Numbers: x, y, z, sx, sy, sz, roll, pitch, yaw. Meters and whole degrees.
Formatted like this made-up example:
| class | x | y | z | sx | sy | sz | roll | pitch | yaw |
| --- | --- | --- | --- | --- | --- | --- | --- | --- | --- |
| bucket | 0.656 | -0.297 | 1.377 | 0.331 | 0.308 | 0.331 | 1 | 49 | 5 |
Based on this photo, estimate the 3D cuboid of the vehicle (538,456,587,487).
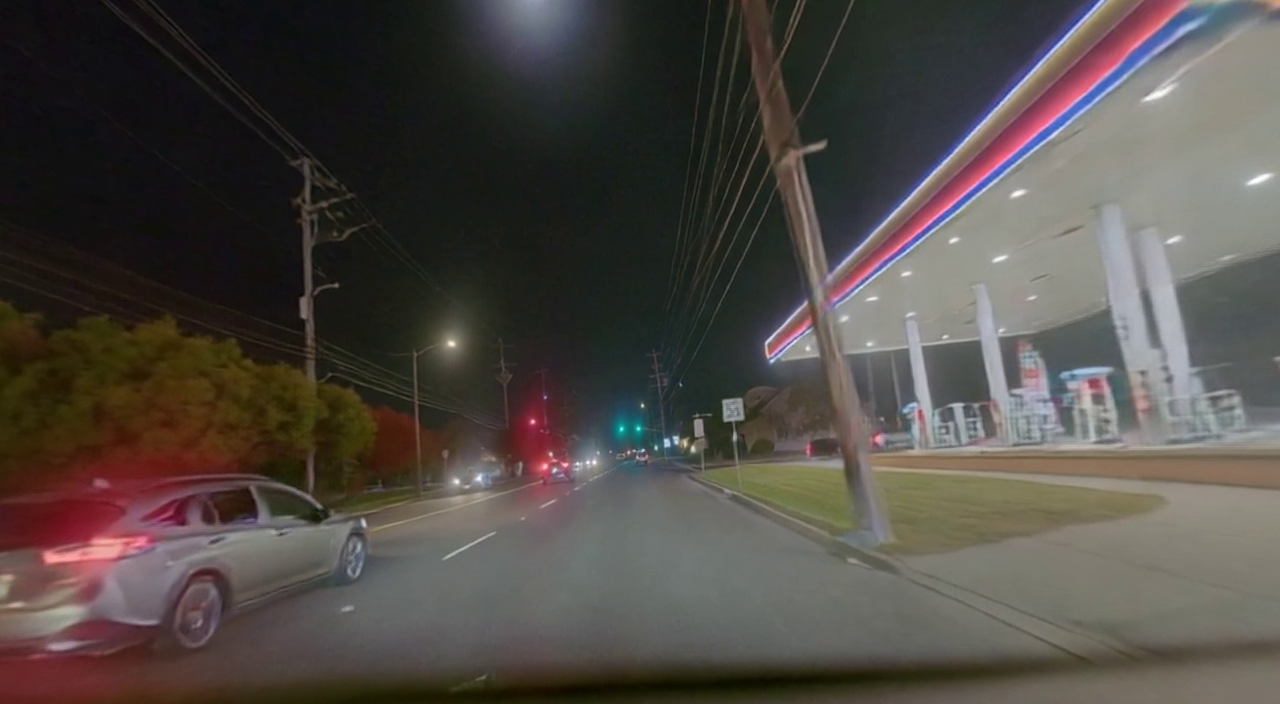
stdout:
| class | x | y | z | sx | sy | sz | roll | pitch | yaw |
| --- | --- | --- | --- | --- | --- | --- | --- | --- | --- |
| vehicle | -3.923 | 6.137 | 32.634 | 1.943 | 1.455 | 4.414 | -1 | -9 | 1 |

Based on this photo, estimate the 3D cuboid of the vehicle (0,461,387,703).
| class | x | y | z | sx | sy | sz | roll | pitch | yaw |
| --- | --- | --- | --- | --- | --- | --- | --- | --- | --- |
| vehicle | -4.095 | 1.747 | 5.765 | 1.704 | 1.430 | 4.587 | -1 | -9 | 0 |

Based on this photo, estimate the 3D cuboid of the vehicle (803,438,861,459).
| class | x | y | z | sx | sy | sz | roll | pitch | yaw |
| --- | --- | --- | --- | --- | --- | --- | --- | --- | --- |
| vehicle | 14.109 | 7.135 | 46.523 | 3.830 | 1.474 | 1.771 | -2 | -10 | 9 |

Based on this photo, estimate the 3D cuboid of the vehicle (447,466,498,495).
| class | x | y | z | sx | sy | sz | roll | pitch | yaw |
| --- | --- | --- | --- | --- | --- | --- | --- | --- | --- |
| vehicle | -11.081 | 8.524 | 42.143 | 2.097 | 1.581 | 4.583 | -3 | -9 | 1 |

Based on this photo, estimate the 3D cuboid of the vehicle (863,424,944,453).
| class | x | y | z | sx | sy | sz | roll | pitch | yaw |
| --- | --- | --- | --- | --- | --- | --- | --- | --- | --- |
| vehicle | 19.016 | 6.327 | 45.799 | 4.817 | 1.919 | 2.308 | -2 | -9 | 7 |
